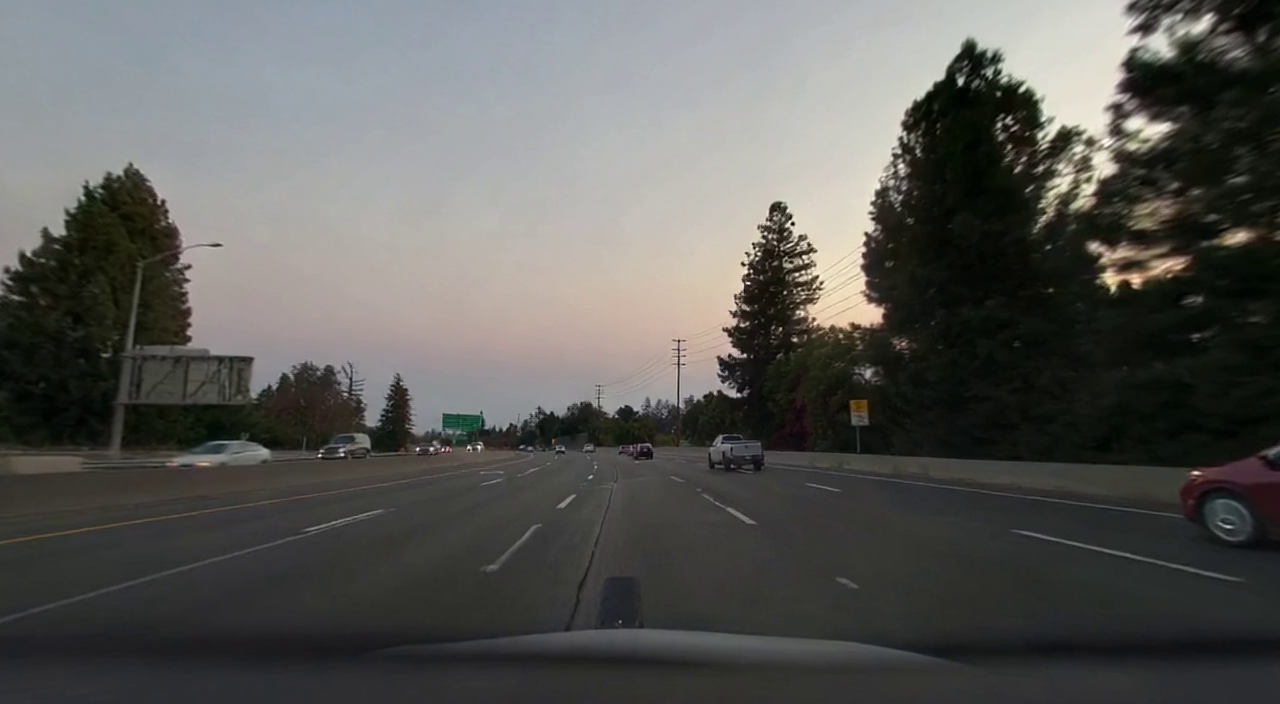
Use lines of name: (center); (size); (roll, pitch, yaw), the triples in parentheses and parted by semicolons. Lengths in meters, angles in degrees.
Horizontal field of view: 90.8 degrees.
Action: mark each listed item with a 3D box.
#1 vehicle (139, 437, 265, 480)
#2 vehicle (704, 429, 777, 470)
vehicle: (-18.726, 4.564, 27.346); (2.272, 1.706, 4.604); (0, -8, -2)
vehicle: (5.377, 5.387, 34.922); (2.504, 2.033, 5.979); (1, -8, -6)
